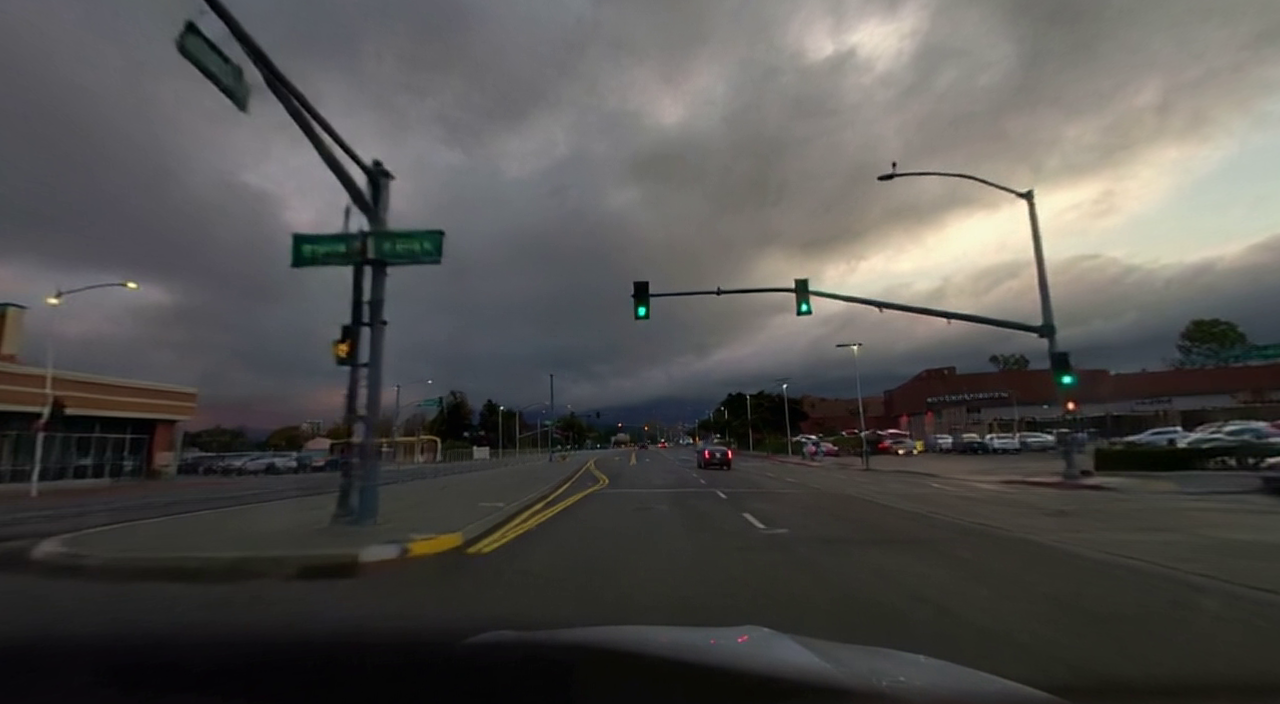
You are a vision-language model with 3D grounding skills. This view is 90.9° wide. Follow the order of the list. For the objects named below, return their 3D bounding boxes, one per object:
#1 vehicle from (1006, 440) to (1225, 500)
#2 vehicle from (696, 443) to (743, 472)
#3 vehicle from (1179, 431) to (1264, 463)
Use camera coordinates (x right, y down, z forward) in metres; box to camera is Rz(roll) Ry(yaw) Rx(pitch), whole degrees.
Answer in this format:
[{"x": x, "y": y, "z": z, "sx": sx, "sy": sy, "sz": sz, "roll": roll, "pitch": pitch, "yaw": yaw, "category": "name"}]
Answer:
[{"x": 13.051, "y": 3.194, "z": 17.515, "sx": 4.581, "sy": 1.434, "sz": 1.893, "roll": -8, "pitch": -11, "yaw": 41, "category": "vehicle"}, {"x": 4.362, "y": 5.854, "z": 35.176, "sx": 2.038, "sy": 1.528, "sz": 4.259, "roll": 0, "pitch": -8, "yaw": 0, "category": "vehicle"}, {"x": 34.809, "y": 5.665, "z": 37.938, "sx": 2.013, "sy": 1.505, "sz": 5.690, "roll": -8, "pitch": -8, "yaw": 25, "category": "vehicle"}]
